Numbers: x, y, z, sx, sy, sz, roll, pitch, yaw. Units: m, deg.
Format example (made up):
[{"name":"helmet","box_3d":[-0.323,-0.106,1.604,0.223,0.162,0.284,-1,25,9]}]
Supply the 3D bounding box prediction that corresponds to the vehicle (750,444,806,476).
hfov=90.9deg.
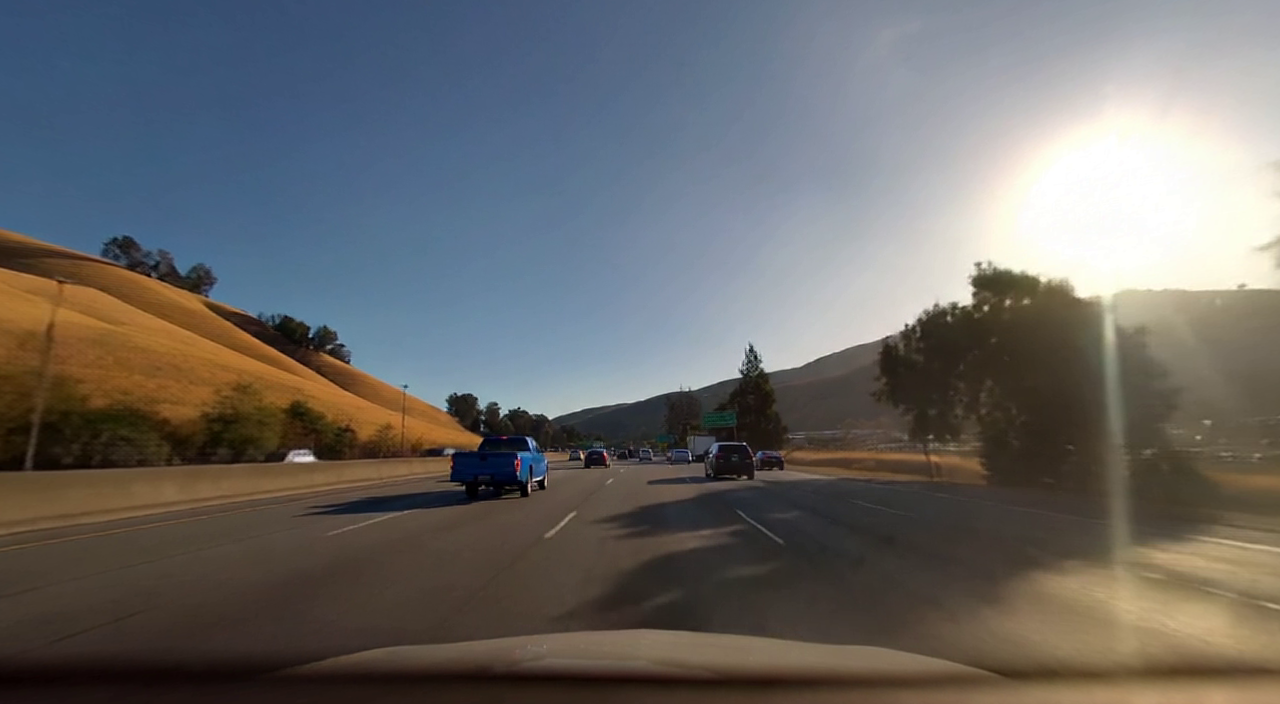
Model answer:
[{"name":"vehicle","box_3d":[7.912,6.229,36.656,2.104,1.724,4.701,0,-8,-1]}]

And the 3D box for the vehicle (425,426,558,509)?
[{"name":"vehicle","box_3d":[-3.710,2.992,16.942,2.227,1.853,5.161,-1,-8,1]}]

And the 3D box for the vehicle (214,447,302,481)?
[{"name":"vehicle","box_3d":[-20.374,5.953,33.869,1.884,1.693,4.476,0,-8,0]}]

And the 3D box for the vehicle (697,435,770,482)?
[{"name":"vehicle","box_3d":[4.213,4.940,29.543,2.424,1.952,5.611,0,-8,-1]}]

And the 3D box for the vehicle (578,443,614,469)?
[{"name":"vehicle","box_3d":[-3.192,7.646,46.516,2.235,1.785,4.386,-1,-8,1]}]
